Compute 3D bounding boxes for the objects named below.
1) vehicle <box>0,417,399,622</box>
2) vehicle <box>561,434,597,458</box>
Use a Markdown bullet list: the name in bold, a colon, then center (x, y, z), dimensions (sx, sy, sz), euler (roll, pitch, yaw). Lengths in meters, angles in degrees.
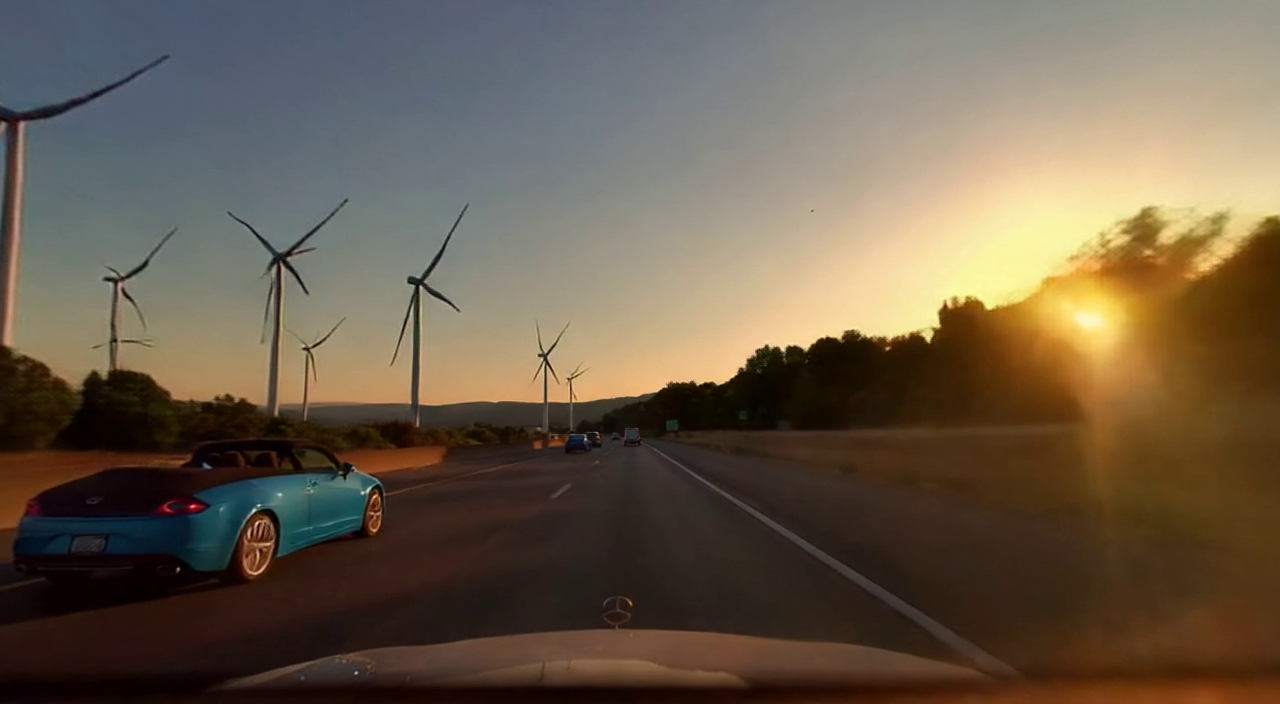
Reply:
- **vehicle**: center (-4.286, 1.451, 6.526), dimensions (1.969, 1.413, 4.194), euler (0, -8, -1)
- **vehicle**: center (-3.887, 6.047, 40.758), dimensions (2.024, 1.456, 3.754), euler (0, -8, -1)
